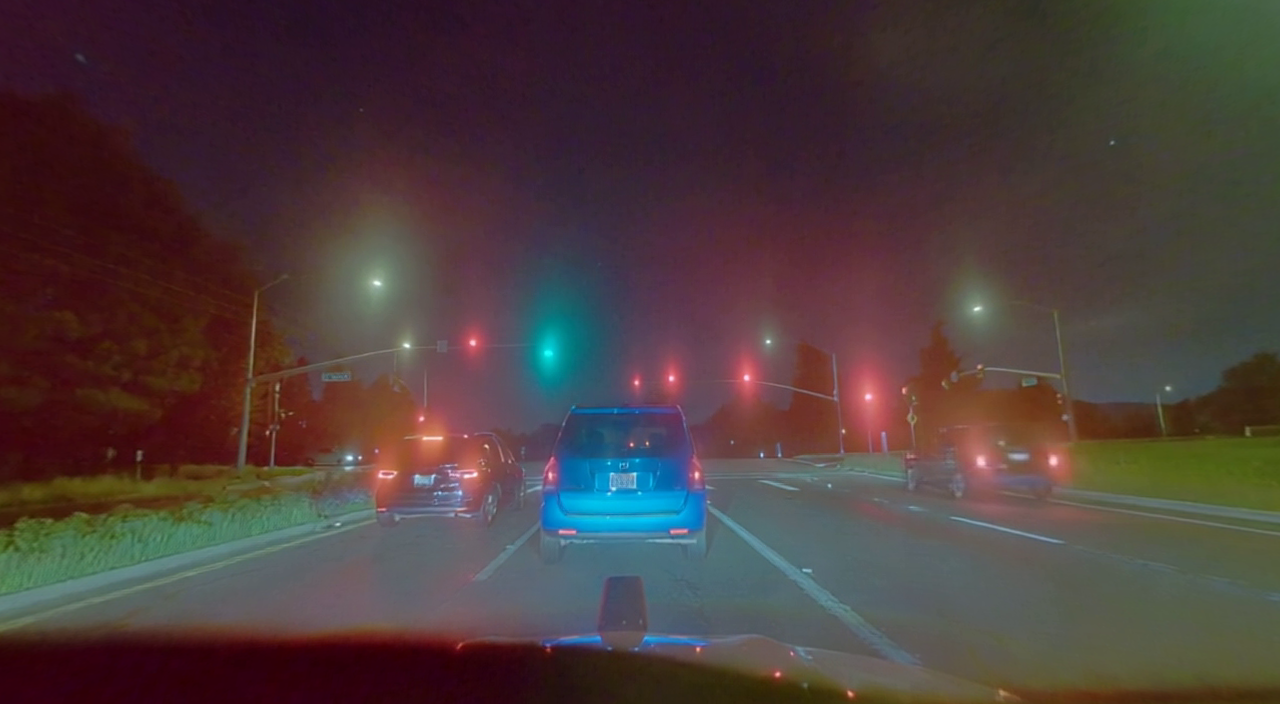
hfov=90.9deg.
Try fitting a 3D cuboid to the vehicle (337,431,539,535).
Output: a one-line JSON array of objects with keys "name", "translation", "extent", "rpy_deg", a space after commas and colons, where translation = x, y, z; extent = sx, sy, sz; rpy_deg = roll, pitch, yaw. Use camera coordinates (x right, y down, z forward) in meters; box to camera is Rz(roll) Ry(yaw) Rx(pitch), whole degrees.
[{"name": "vehicle", "translation": [-3.365, 2.295, 11.844], "extent": [2.061, 1.504, 5.142], "rpy_deg": [0, -8, 1]}]

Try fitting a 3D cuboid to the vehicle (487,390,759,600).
[{"name": "vehicle", "translation": [-0.150, 1.517, 7.491], "extent": [2.298, 1.770, 4.138], "rpy_deg": [0, -8, 0]}]

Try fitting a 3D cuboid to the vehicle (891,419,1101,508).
[{"name": "vehicle", "translation": [8.016, 2.562, 14.915], "extent": [2.166, 1.761, 4.692], "rpy_deg": [0, -8, -1]}]
